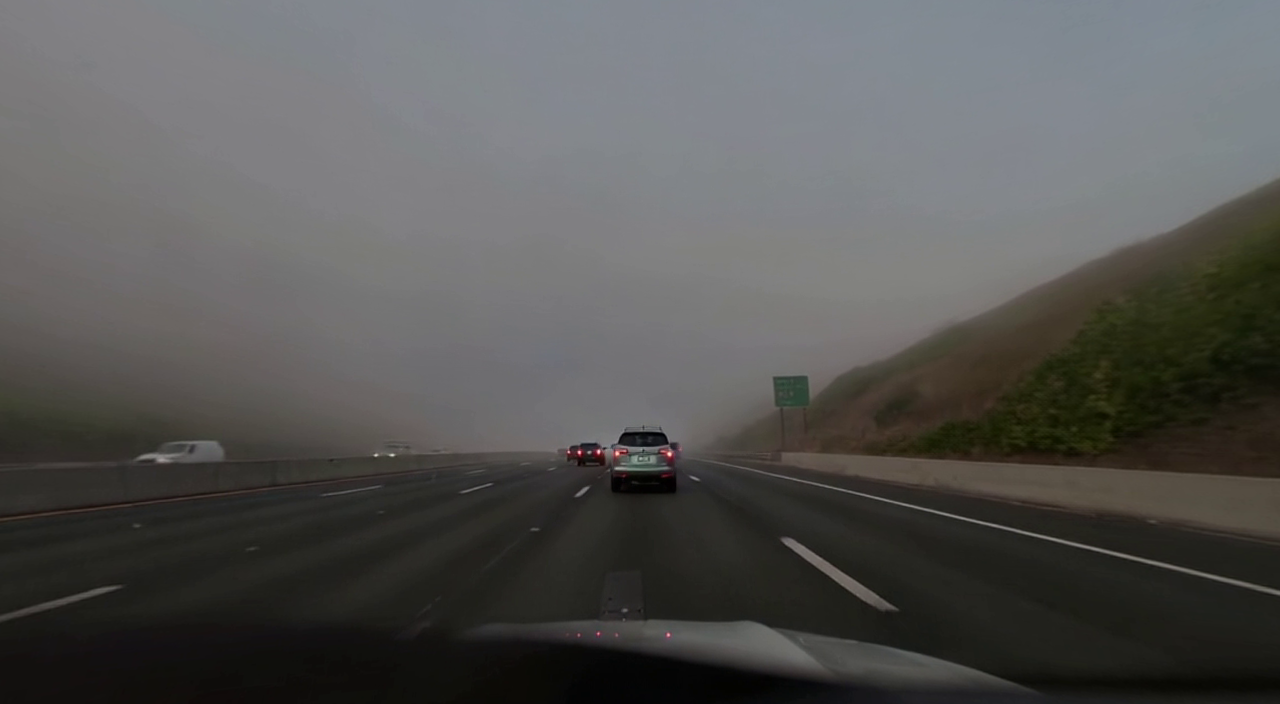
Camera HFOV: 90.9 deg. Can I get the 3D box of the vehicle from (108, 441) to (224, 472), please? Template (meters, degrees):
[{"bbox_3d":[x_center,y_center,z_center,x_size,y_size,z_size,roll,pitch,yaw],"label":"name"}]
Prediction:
[{"bbox_3d":[-27.845,6.140,37.396,2.221,1.698,5.860,0,-9,1],"label":"vehicle"}]

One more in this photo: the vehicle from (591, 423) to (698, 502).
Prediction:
[{"bbox_3d":[0.113,2.872,16.693,2.447,1.804,4.273,0,-9,0],"label":"vehicle"}]
